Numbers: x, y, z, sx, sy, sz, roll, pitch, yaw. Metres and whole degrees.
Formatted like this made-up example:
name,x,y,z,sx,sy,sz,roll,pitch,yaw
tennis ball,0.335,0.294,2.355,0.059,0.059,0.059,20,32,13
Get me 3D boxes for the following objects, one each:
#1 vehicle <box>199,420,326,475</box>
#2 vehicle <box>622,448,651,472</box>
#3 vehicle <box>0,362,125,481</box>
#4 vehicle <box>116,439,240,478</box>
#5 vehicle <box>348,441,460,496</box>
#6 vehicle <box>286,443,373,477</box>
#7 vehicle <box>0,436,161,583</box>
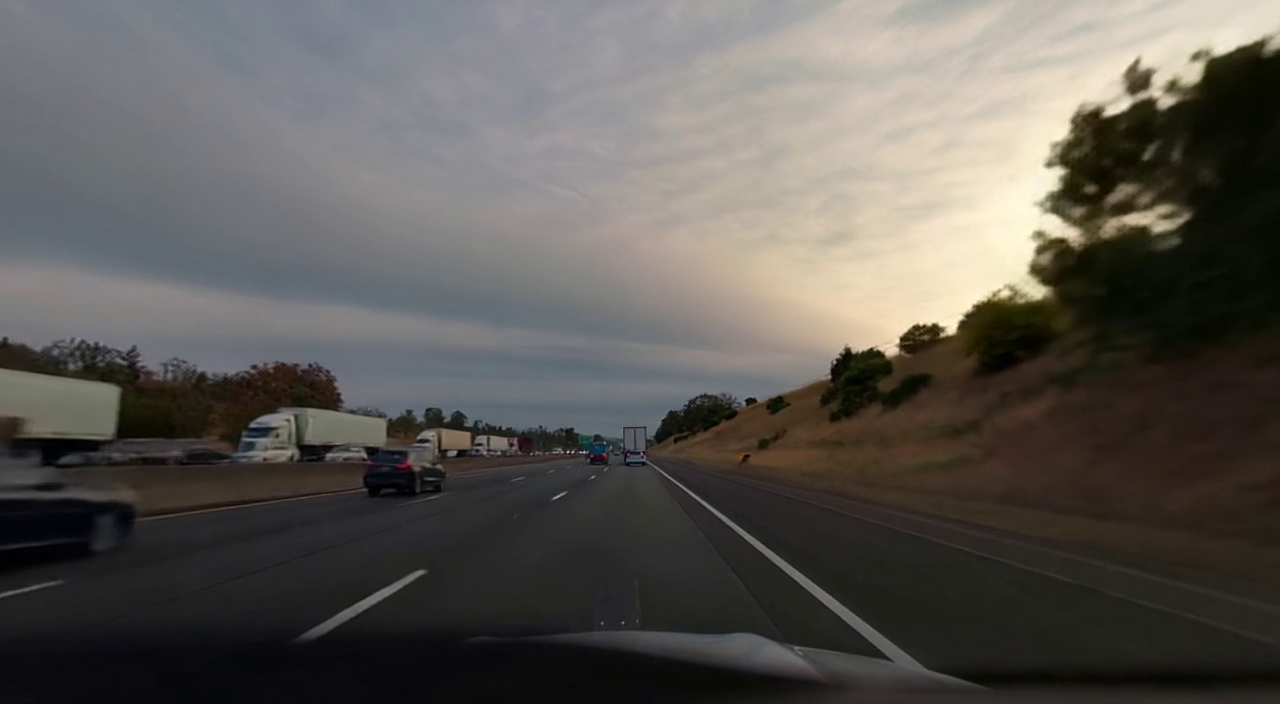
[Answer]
name,x,y,z,sx,sy,sz,roll,pitch,yaw
vehicle,-19.444,4.994,33.026,2.599,2.572,6.600,0,-9,0
vehicle,-0.287,7.795,45.665,2.009,1.657,3.962,0,-9,-1
vehicle,-23.686,2.120,20.007,2.846,4.080,14.228,0,-9,-1
vehicle,-19.263,4.458,26.554,1.989,1.505,4.352,0,-9,-1
vehicle,-7.714,3.838,21.150,2.004,1.629,4.506,0,-9,0
vehicle,-14.767,5.153,30.295,1.817,1.508,4.734,0,-9,-1
vehicle,-7.313,1.536,6.051,1.895,1.446,4.456,0,-9,0
